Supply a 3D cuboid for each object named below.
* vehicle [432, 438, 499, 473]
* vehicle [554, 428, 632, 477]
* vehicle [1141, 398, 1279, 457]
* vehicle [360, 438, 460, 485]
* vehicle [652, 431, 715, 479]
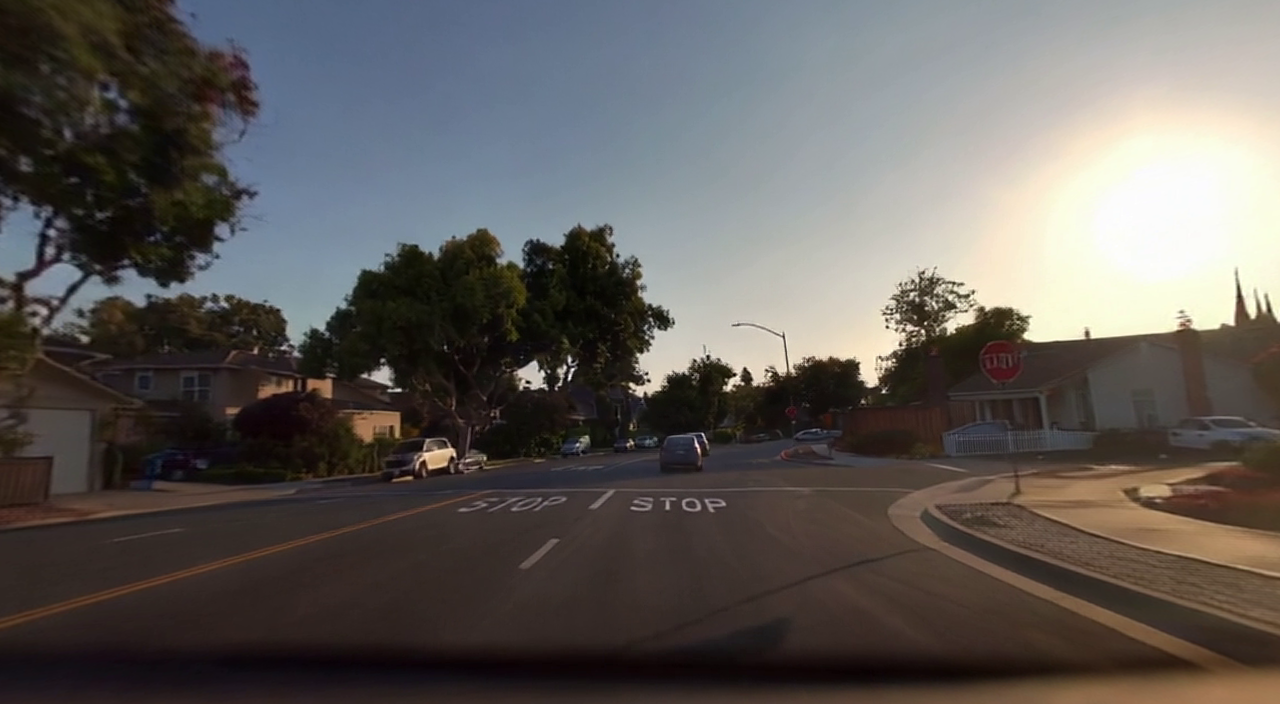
[{"bbox_3d":[-10.238,6.138,37.311,2.076,1.864,4.730,-4,-10,8],"label":"vehicle"},{"bbox_3d":[-1.661,3.848,24.194,2.178,1.695,4.339,-1,-9,7],"label":"vehicle"},{"bbox_3d":[19.117,2.376,19.542,4.989,1.564,2.007,-3,-13,11],"label":"vehicle"},{"bbox_3d":[-11.328,5.374,31.607,2.191,1.980,5.888,-5,-8,8],"label":"vehicle"},{"bbox_3d":[1.595,3.541,21.777,1.955,1.459,4.383,-1,-9,7],"label":"vehicle"}]
